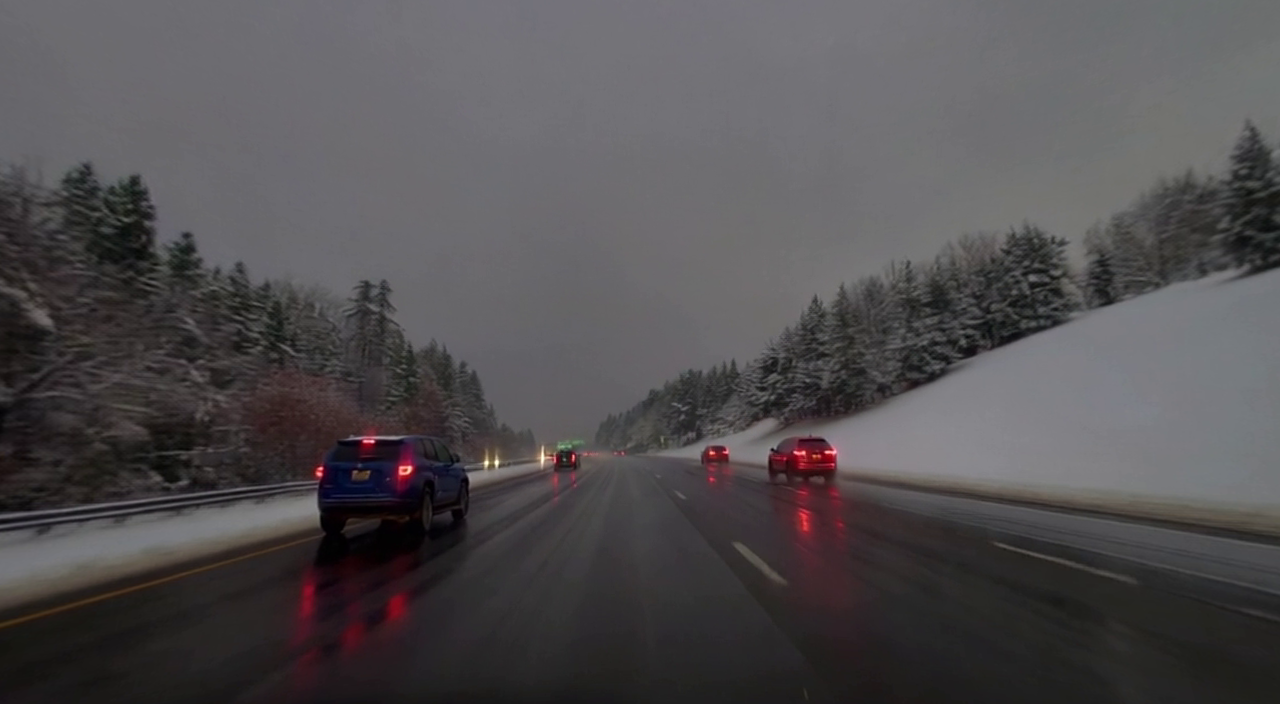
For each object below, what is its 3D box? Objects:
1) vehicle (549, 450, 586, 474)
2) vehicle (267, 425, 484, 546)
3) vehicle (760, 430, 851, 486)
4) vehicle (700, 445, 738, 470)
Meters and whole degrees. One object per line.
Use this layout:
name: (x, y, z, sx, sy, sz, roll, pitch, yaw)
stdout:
vehicle: (-4.711, 7.191, 41.505, 2.009, 1.488, 4.289, 1, -9, -2)
vehicle: (-4.424, 2.299, 11.459, 2.079, 1.745, 4.281, 0, -9, 0)
vehicle: (6.853, 4.468, 26.767, 2.378, 2.096, 5.119, 0, -9, -1)
vehicle: (5.838, 7.875, 47.026, 2.107, 1.732, 4.527, 1, -9, -3)
